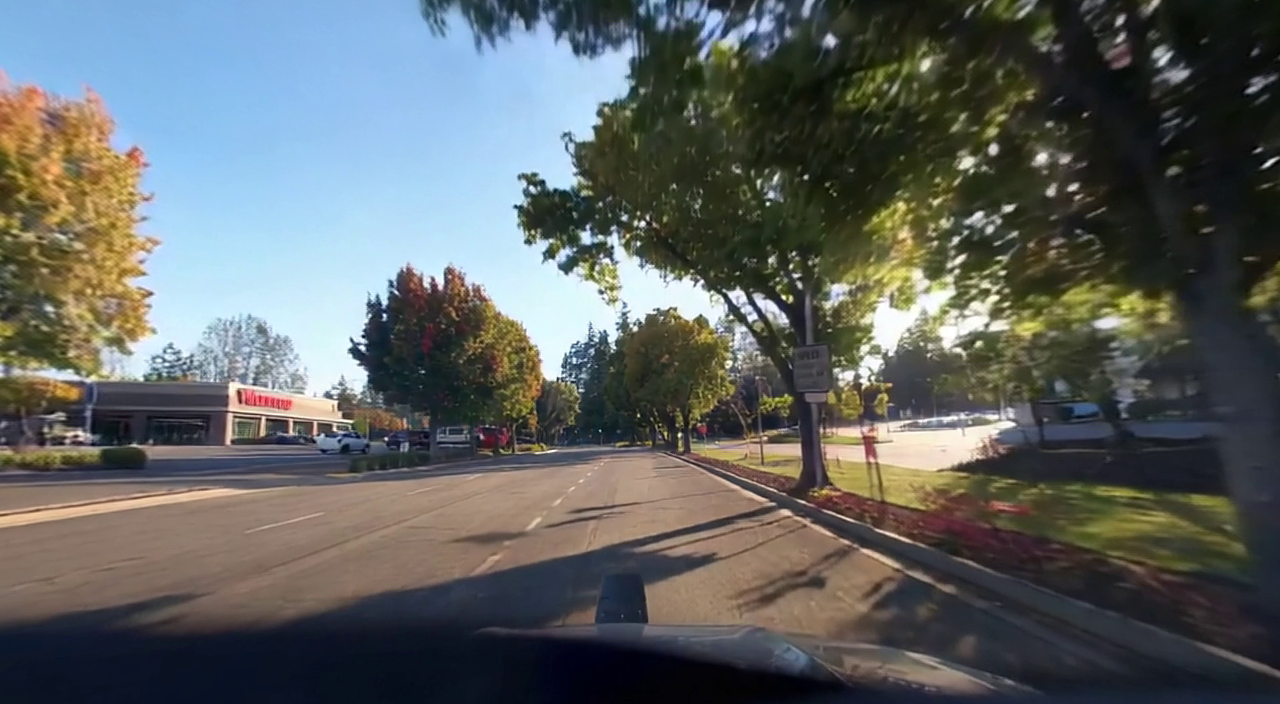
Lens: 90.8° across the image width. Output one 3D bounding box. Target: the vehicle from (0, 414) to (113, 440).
[{"bbox_3d":[-38.066,4.948,41.389,5.205,1.525,1.769,8,-11,-41],"label":"vehicle"}]
